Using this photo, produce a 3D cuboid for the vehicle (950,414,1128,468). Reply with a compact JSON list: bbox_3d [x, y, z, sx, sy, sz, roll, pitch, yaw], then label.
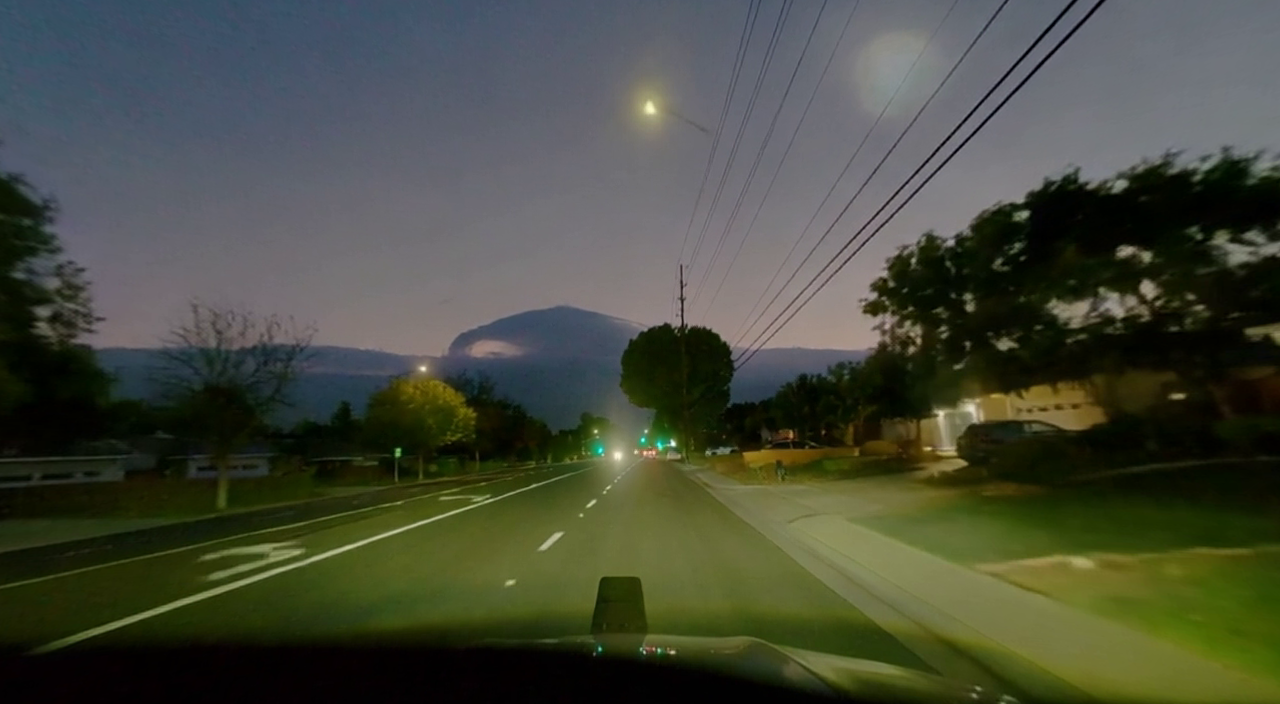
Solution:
[{"bbox_3d":[11.579,2.636,18.524,3.992,1.486,1.727,0,-9,1],"label":"vehicle"}]
